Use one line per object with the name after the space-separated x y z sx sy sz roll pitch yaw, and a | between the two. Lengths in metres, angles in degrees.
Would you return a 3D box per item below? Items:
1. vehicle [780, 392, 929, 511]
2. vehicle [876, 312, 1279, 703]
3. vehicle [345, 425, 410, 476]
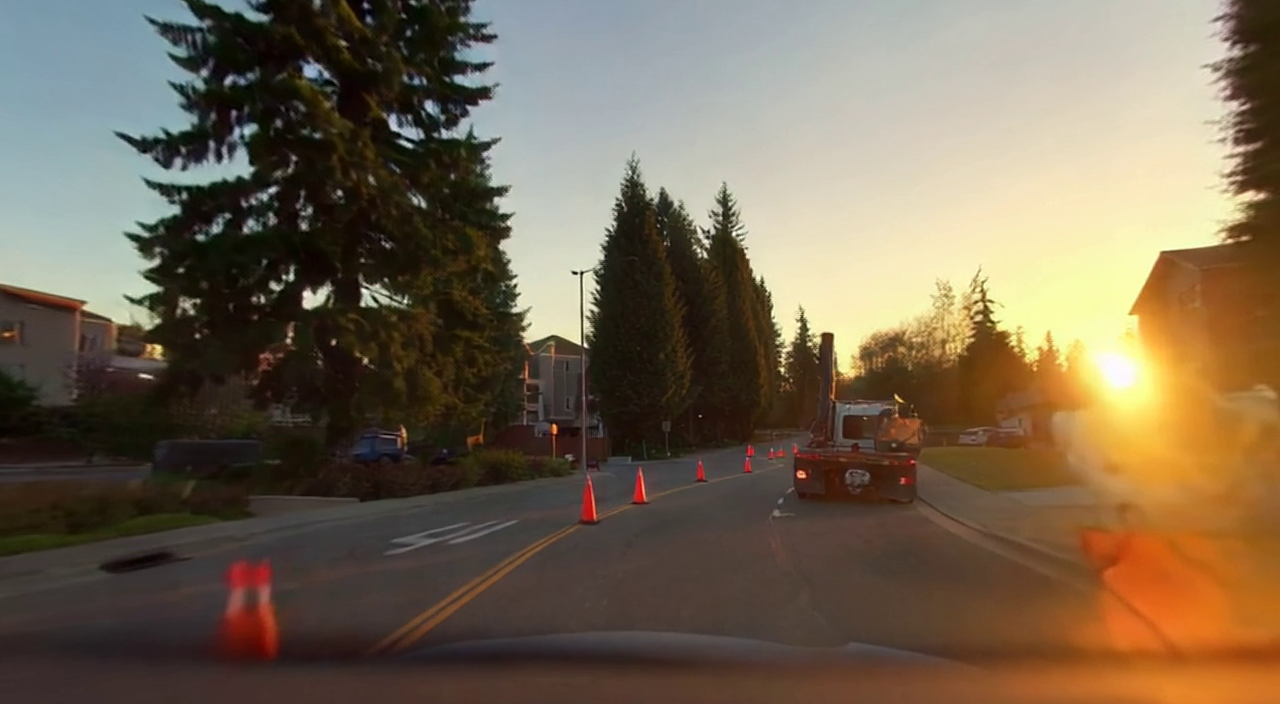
5.957 2.647 17.595 3.098 2.601 6.758 -3 -8 19 | vehicle
3.418 1.070 5.109 1.913 2.241 3.024 -1 -7 3 | vehicle
-13.536 5.079 32.748 2.665 2.465 1.532 4 -8 -12 | vehicle
